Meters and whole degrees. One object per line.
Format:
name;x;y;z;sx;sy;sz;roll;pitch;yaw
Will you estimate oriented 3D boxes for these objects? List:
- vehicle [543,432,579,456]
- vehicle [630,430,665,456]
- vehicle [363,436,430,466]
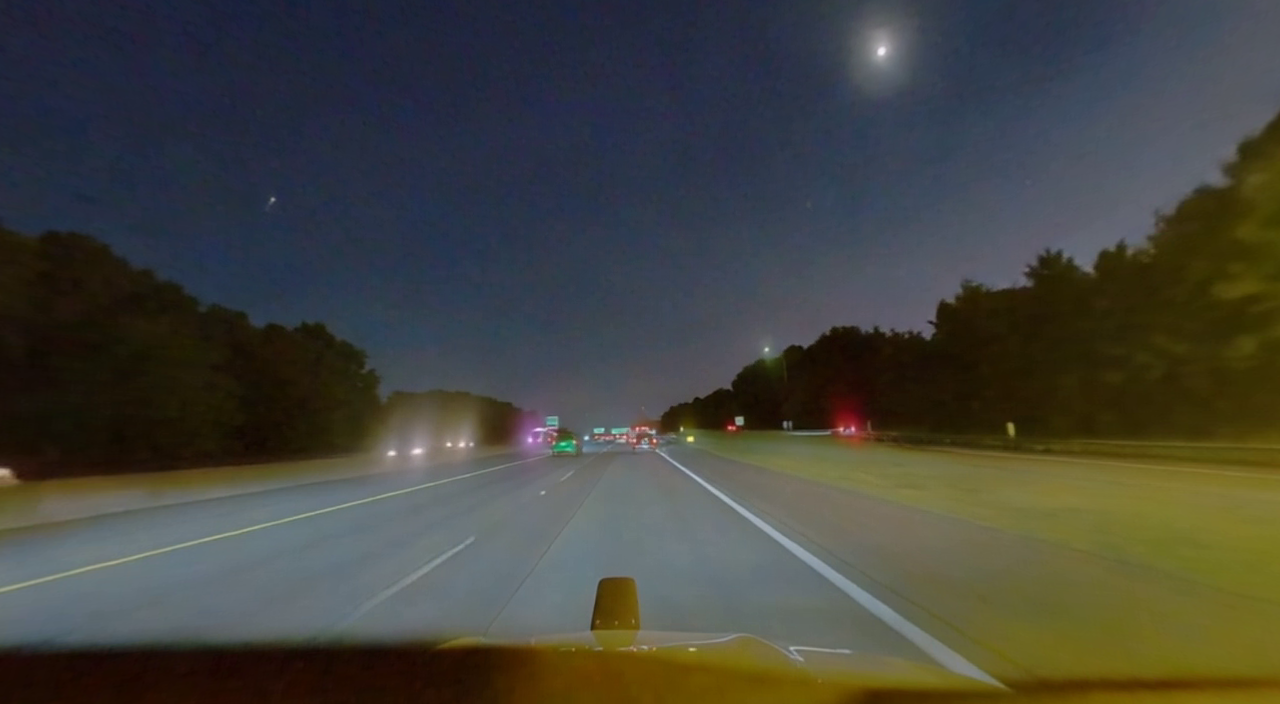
vehicle;-5.177;6.050;41.519;1.959;1.514;3.668;0;-8;-1
vehicle;0.466;5.849;40.581;2.139;1.561;4.060;0;-8;1
vehicle;-13.397;5.444;34.988;1.976;1.495;4.556;0;-8;-1
